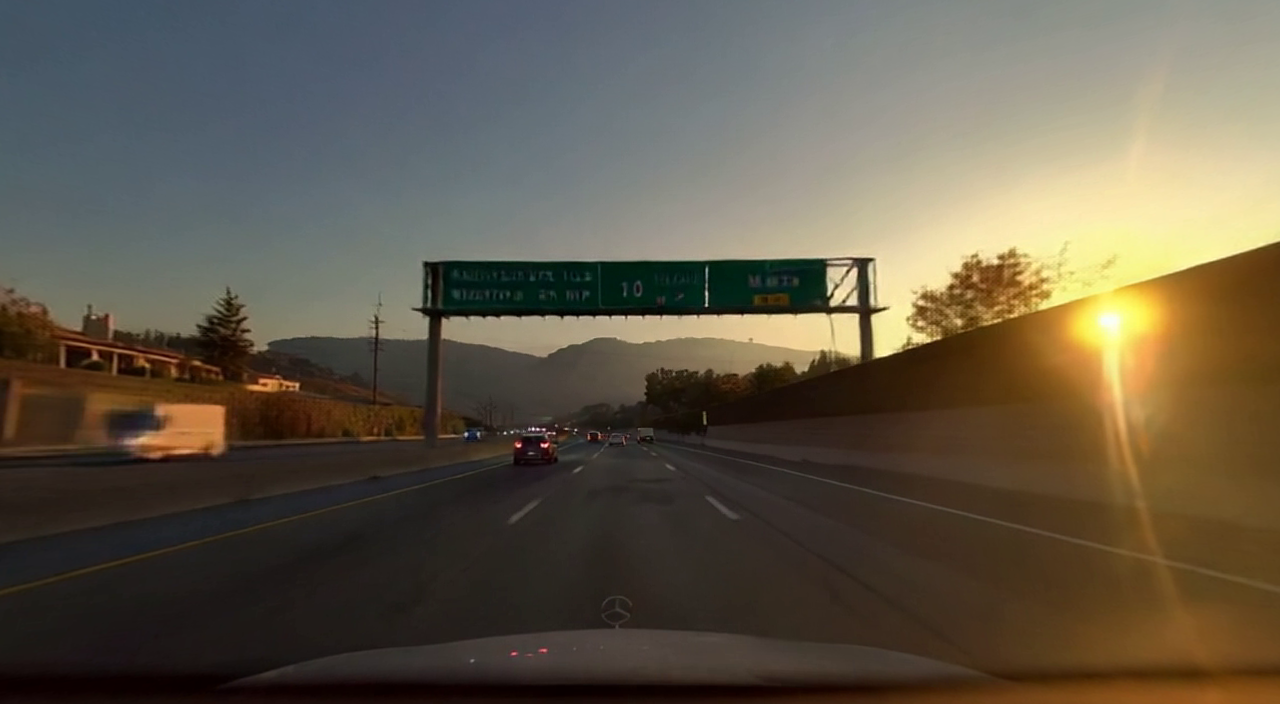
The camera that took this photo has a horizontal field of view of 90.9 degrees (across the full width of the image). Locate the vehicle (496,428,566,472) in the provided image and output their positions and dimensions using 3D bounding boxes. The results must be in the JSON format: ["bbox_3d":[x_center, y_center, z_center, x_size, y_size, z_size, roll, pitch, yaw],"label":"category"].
[{"bbox_3d":[-4.223,3.859,25.087,2.062,1.591,4.156,0,-8,0],"label":"vehicle"}]

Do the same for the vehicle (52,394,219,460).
[{"bbox_3d":[-24.087,3.689,30.685,2.554,2.856,6.856,0,-8,-2],"label":"vehicle"}]
